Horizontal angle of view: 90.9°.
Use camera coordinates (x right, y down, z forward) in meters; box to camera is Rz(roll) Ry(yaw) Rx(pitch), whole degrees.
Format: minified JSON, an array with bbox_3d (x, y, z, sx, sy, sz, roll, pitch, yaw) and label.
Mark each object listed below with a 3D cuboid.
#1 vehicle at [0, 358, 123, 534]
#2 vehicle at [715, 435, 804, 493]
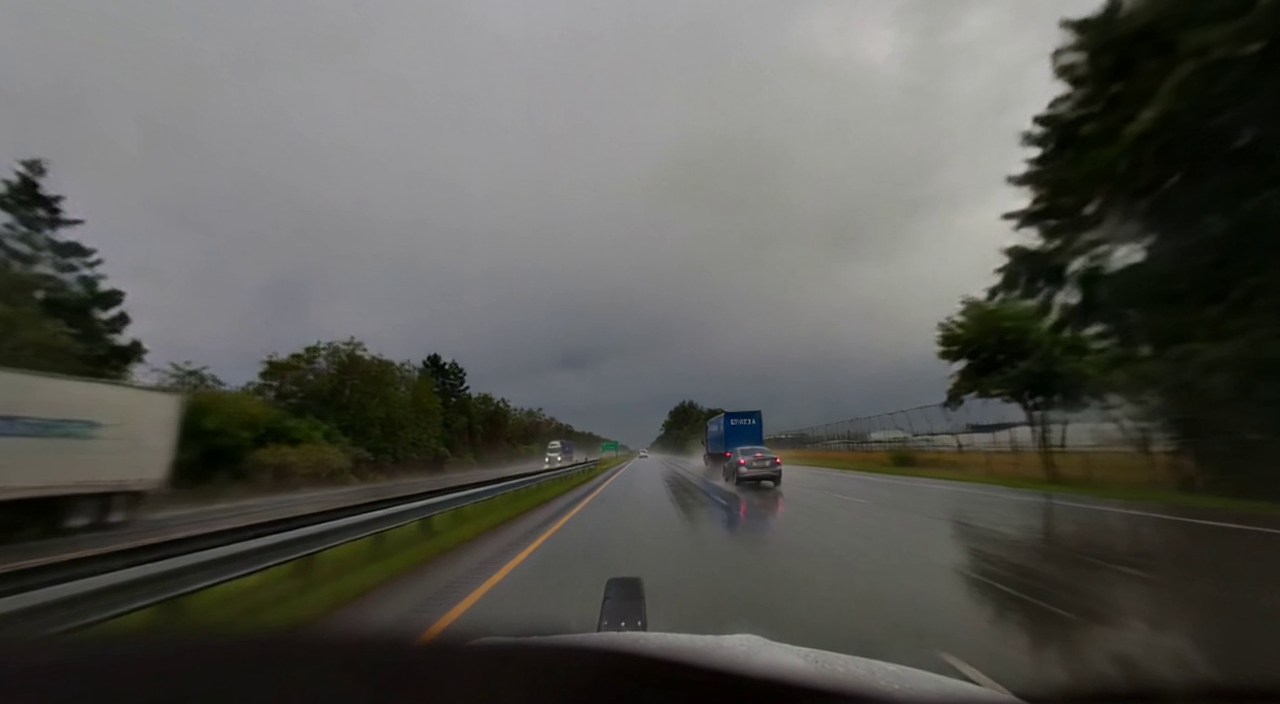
[{"bbox_3d":[-15.520,1.446,9.848,2.934,3.806,14.208,0,-9,0],"label":"vehicle"},{"bbox_3d":[3.904,3.762,21.394,2.093,1.742,4.167,0,-9,-1],"label":"vehicle"}]
